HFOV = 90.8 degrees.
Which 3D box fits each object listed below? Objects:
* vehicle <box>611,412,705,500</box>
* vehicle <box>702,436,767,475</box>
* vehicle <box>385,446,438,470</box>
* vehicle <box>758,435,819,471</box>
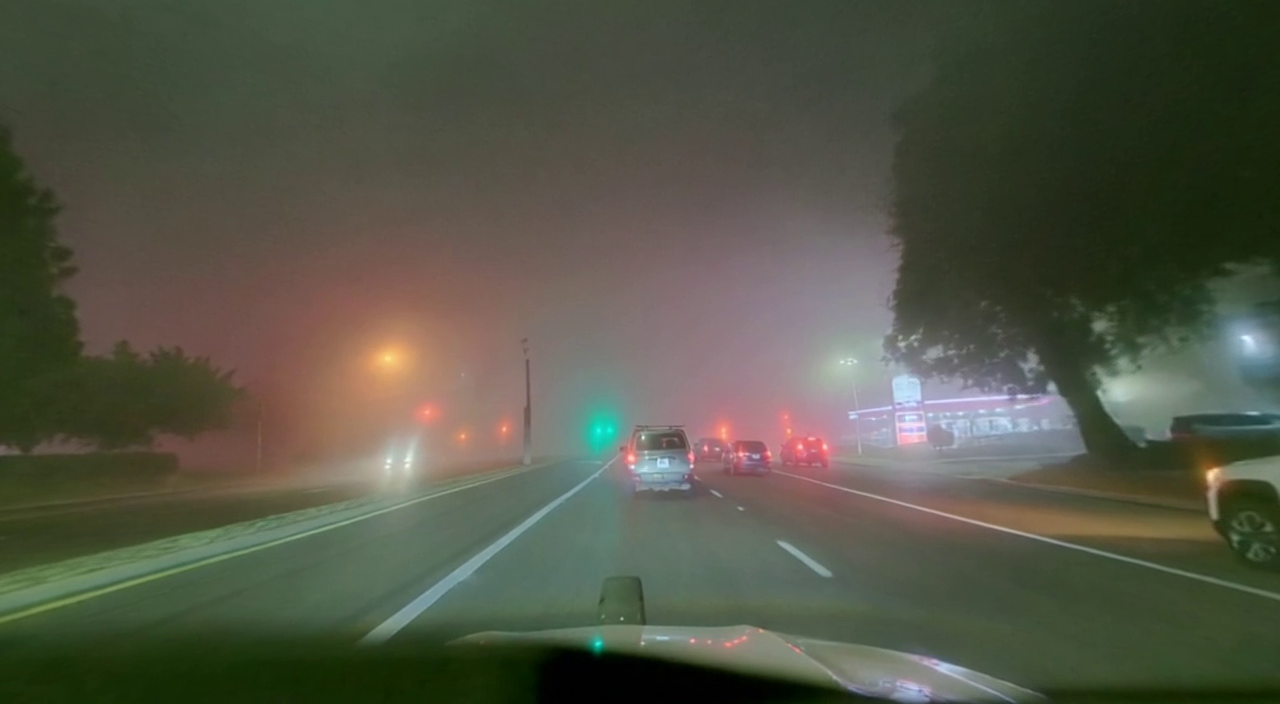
[{"bbox_3d":[0.285,2.632,16.342,2.038,1.917,4.900,0,-8,-3],"label":"vehicle"},{"bbox_3d":[3.827,4.270,26.287,1.940,1.474,4.234,0,-8,-2],"label":"vehicle"},{"bbox_3d":[-15.502,7.165,43.040,1.914,1.496,4.361,0,-8,1],"label":"vehicle"},{"bbox_3d":[6.943,4.756,30.016,1.793,1.585,4.130,0,-8,-1],"label":"vehicle"}]
